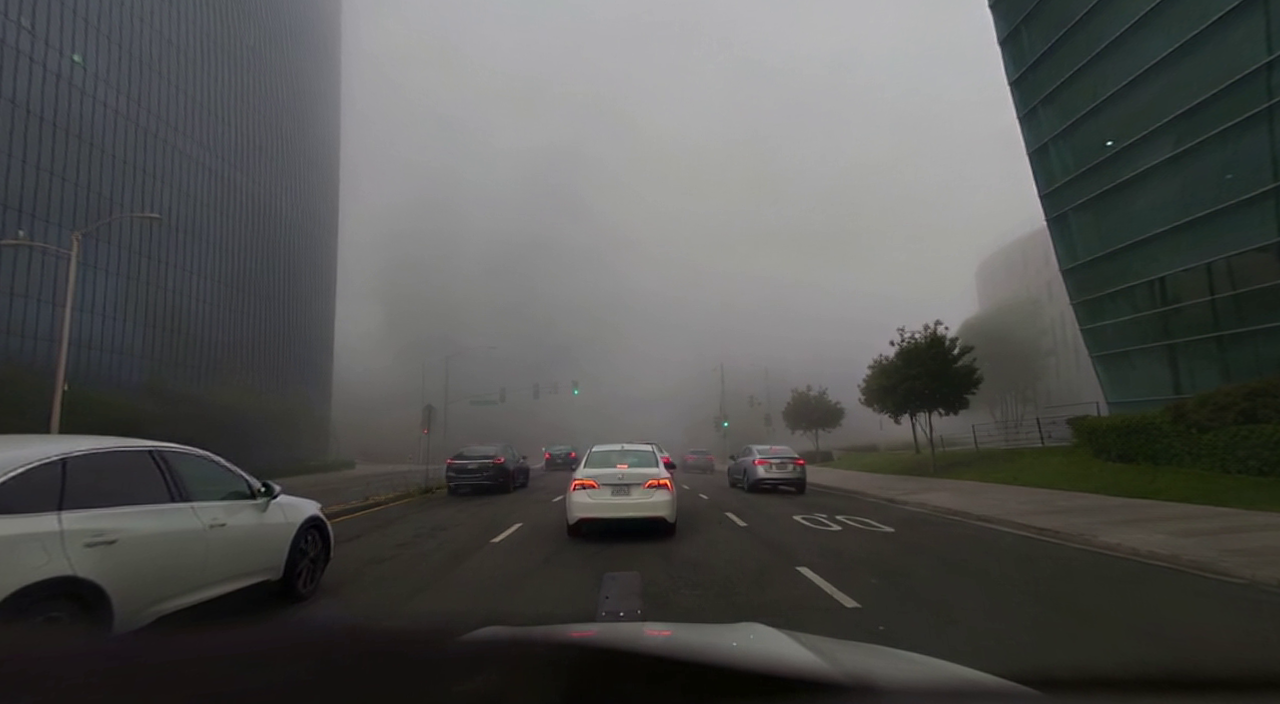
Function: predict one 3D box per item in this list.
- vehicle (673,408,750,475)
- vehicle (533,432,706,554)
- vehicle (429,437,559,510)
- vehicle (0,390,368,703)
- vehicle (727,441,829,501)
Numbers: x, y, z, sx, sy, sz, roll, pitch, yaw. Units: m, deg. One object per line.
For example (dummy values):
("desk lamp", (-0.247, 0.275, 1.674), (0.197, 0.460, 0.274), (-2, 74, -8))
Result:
("vehicle", (3.901, 5.428, 37.941), (3.074, 3.316, 12.953), (0, -9, 0))
("vehicle", (-0.216, 2.094, 10.135), (2.174, 1.509, 4.374), (0, -9, 1))
("vehicle", (-3.353, 2.886, 15.486), (2.044, 1.508, 4.479), (0, -9, 1))
("vehicle", (-3.576, 1.133, 3.948), (1.933, 1.520, 4.195), (0, -9, -1))
("vehicle", (3.842, 3.390, 18.349), (1.940, 1.514, 4.187), (0, -9, -1))
